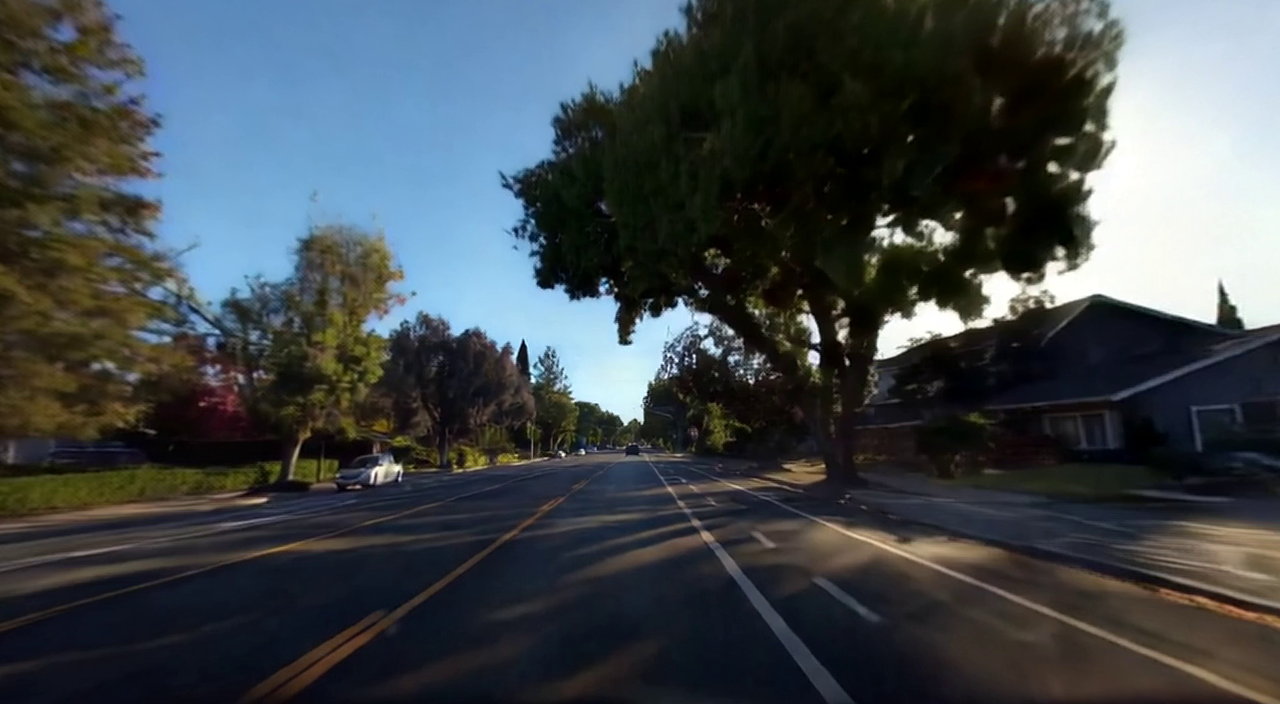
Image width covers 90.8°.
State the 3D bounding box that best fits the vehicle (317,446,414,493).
[{"bbox_3d":[-11.615,5.002,27.142,2.047,1.710,4.473,-3,-9,2],"label":"vehicle"}]
